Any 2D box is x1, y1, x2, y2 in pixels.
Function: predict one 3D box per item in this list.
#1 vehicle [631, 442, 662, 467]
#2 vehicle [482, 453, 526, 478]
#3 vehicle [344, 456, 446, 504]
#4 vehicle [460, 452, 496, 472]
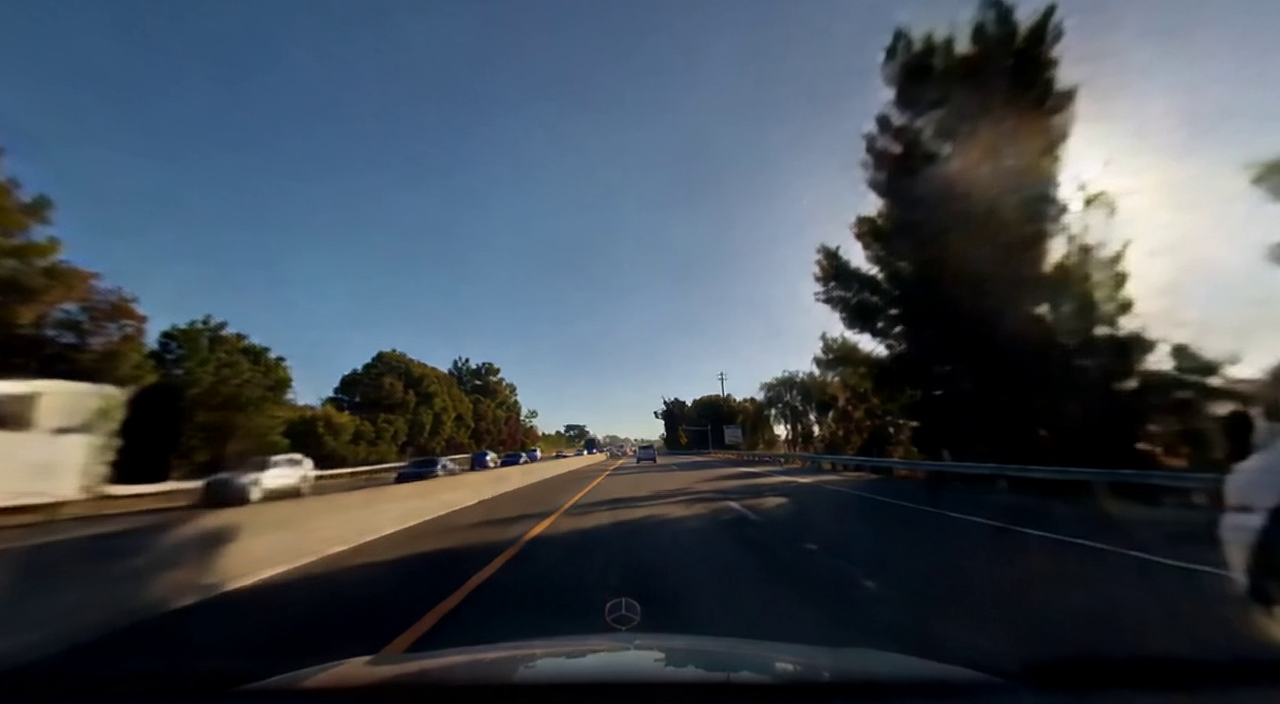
[{"bbox_3d":[0.432,7.159,43.847,2.098,1.692,4.038,0,-9,0],"label":"vehicle"},{"bbox_3d":[-8.674,7.236,40.252,1.919,1.491,3.932,-1,-9,1],"label":"vehicle"},{"bbox_3d":[-8.608,4.502,22.457,1.911,1.493,4.149,-1,-9,1],"label":"vehicle"},{"bbox_3d":[-12.780,8.665,49.649,1.759,1.494,3.752,-1,-9,1],"label":"vehicle"}]
